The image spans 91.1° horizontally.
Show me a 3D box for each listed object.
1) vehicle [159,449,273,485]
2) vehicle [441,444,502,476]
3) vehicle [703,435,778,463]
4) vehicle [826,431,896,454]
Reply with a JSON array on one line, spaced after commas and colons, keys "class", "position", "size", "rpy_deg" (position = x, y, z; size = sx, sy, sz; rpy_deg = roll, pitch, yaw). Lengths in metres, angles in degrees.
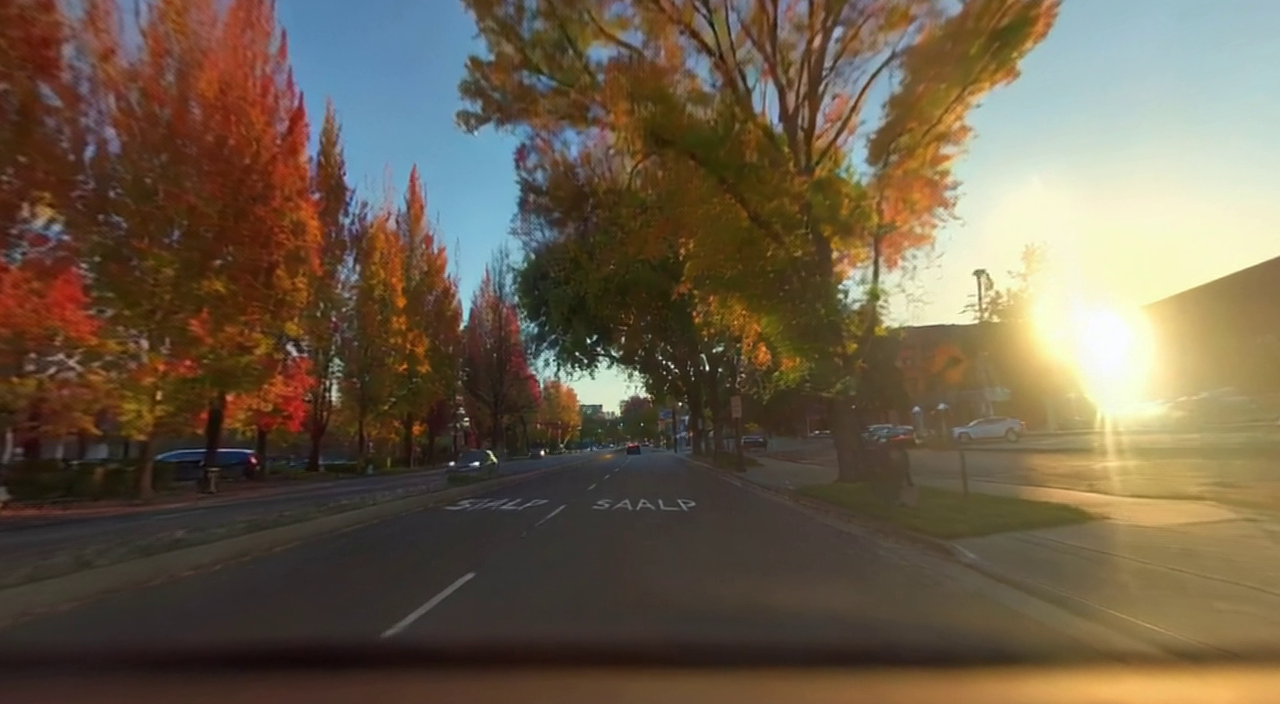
[{"class": "vehicle", "position": [-25.038, 6.784, 37.214], "size": [5.144, 1.980, 2.262], "rpy_deg": [-1, -9, 4]}, {"class": "vehicle", "position": [-10.399, 6.653, 39.169], "size": [2.196, 1.829, 5.389], "rpy_deg": [0, -8, 1]}, {"class": "vehicle", "position": [7.522, 7.309, 47.428], "size": [5.336, 2.006, 2.022], "rpy_deg": [0, -8, 0]}, {"class": "vehicle", "position": [16.561, 6.813, 47.257], "size": [4.474, 1.698, 2.088], "rpy_deg": [0, -8, 1]}]
